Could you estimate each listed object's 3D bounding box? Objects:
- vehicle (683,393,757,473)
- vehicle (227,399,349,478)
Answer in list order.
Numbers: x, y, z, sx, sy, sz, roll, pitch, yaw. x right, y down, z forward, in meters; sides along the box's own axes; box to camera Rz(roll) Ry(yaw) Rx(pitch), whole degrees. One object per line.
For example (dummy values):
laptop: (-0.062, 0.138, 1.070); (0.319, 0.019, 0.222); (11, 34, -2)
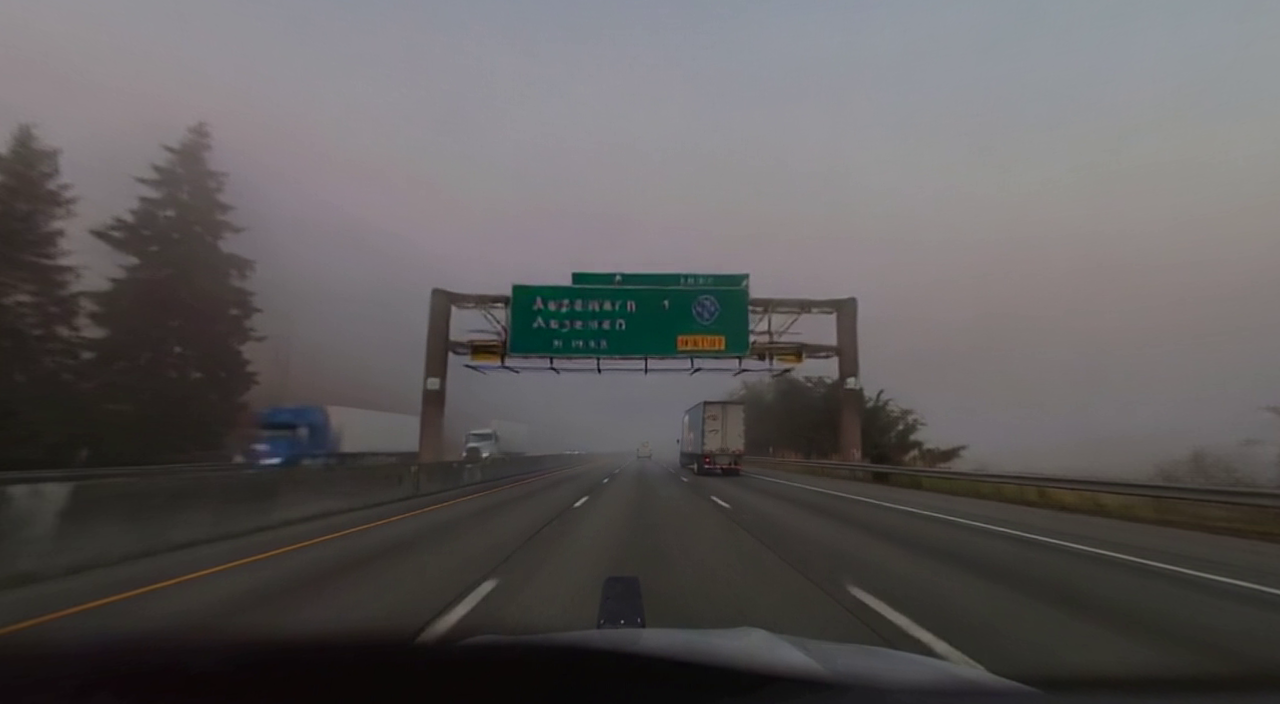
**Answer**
vehicle: (4.553, 5.193, 39.233); (2.784, 4.080, 13.516); (-1, -9, 0)
vehicle: (-18.648, 4.712, 33.898); (2.998, 3.836, 5.792); (0, -9, 0)
